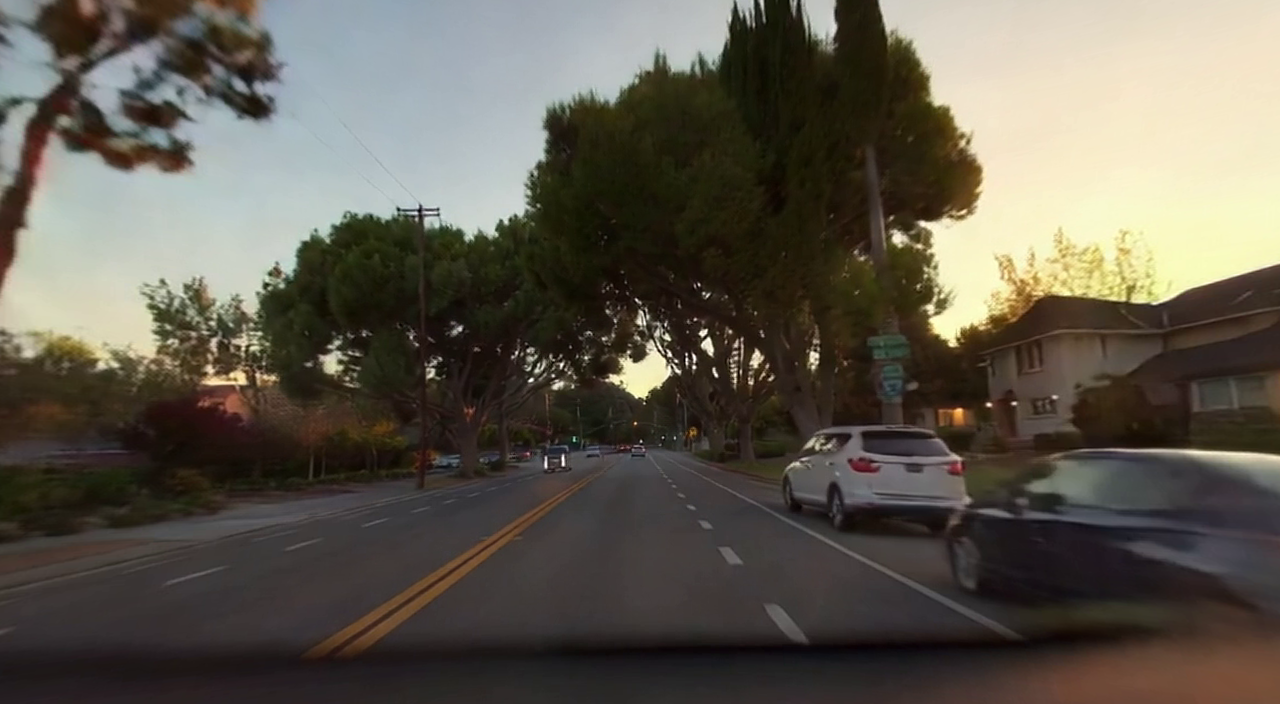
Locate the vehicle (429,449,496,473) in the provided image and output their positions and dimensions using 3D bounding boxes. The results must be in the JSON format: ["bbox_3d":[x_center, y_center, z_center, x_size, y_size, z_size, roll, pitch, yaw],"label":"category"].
[{"bbox_3d":[-13.920,8.549,49.731,4.607,1.772,2.261,0,-9,-1],"label":"vehicle"}]

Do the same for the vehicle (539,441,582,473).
[{"bbox_3d":[-4.986,6.660,40.348,2.059,1.840,5.317,0,-9,0],"label":"vehicle"}]

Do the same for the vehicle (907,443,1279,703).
[{"bbox_3d":[3.926,1.386,4.616,1.874,1.415,4.683,0,-9,0],"label":"vehicle"}]

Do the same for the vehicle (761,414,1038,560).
[{"bbox_3d":[3.714,2.043,10.399,2.310,1.784,4.993,0,-9,-2],"label":"vehicle"}]
